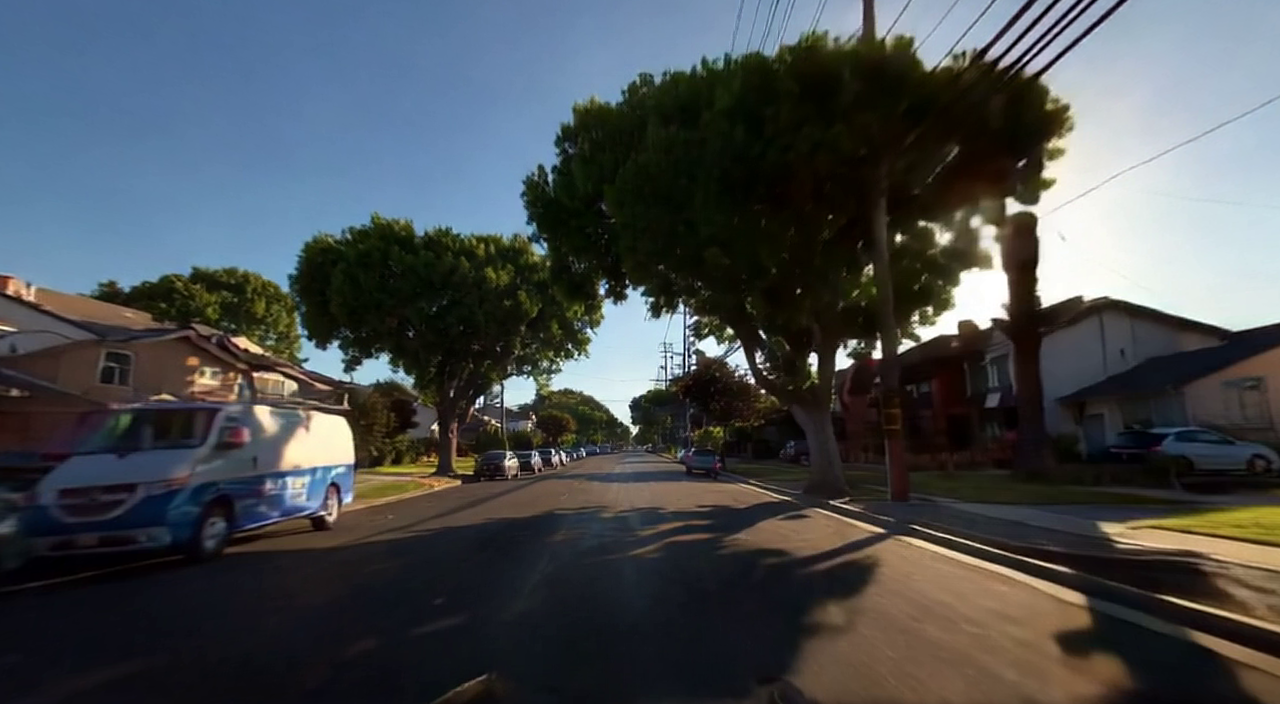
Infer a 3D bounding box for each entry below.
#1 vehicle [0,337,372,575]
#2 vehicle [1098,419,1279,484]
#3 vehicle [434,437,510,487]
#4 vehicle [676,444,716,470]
[{"bbox_3d":[-6.774,1.640,10.162,2.439,2.724,5.647,-1,-10,-1],"label":"vehicle"},{"bbox_3d":[16.078,2.860,18.133,4.275,1.645,1.874,-2,-10,1],"label":"vehicle"},{"bbox_3d":[-6.757,4.455,25.906,1.963,1.820,4.297,0,-8,-1],"label":"vehicle"},{"bbox_3d":[3.337,6.321,38.182,1.869,1.453,4.237,0,-8,-2],"label":"vehicle"}]
